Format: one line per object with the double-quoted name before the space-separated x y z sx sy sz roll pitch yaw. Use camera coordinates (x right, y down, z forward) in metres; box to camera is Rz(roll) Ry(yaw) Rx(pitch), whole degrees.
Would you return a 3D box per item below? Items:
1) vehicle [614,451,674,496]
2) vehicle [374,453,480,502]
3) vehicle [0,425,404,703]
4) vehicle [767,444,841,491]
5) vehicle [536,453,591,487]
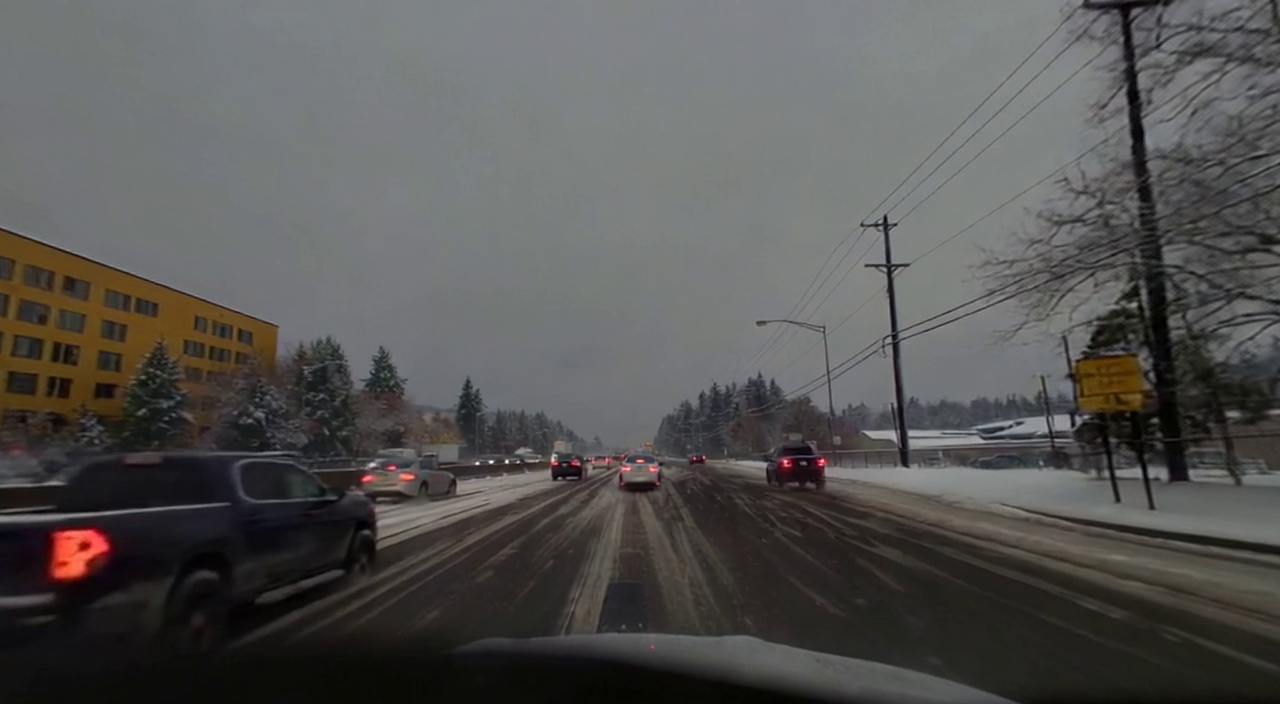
"vehicle" 0.138 4.654 24.475 2.107 1.538 3.999 -1 -9 0
"vehicle" -7.345 4.345 22.346 2.069 1.488 4.780 -1 -9 1
"vehicle" -3.854 1.449 5.077 2.059 1.508 4.662 -1 -9 0
"vehicle" 6.915 4.908 27.126 2.106 1.817 4.845 -1 -9 3
"vehicle" -3.612 5.689 30.608 2.034 1.466 4.363 -1 -9 1
